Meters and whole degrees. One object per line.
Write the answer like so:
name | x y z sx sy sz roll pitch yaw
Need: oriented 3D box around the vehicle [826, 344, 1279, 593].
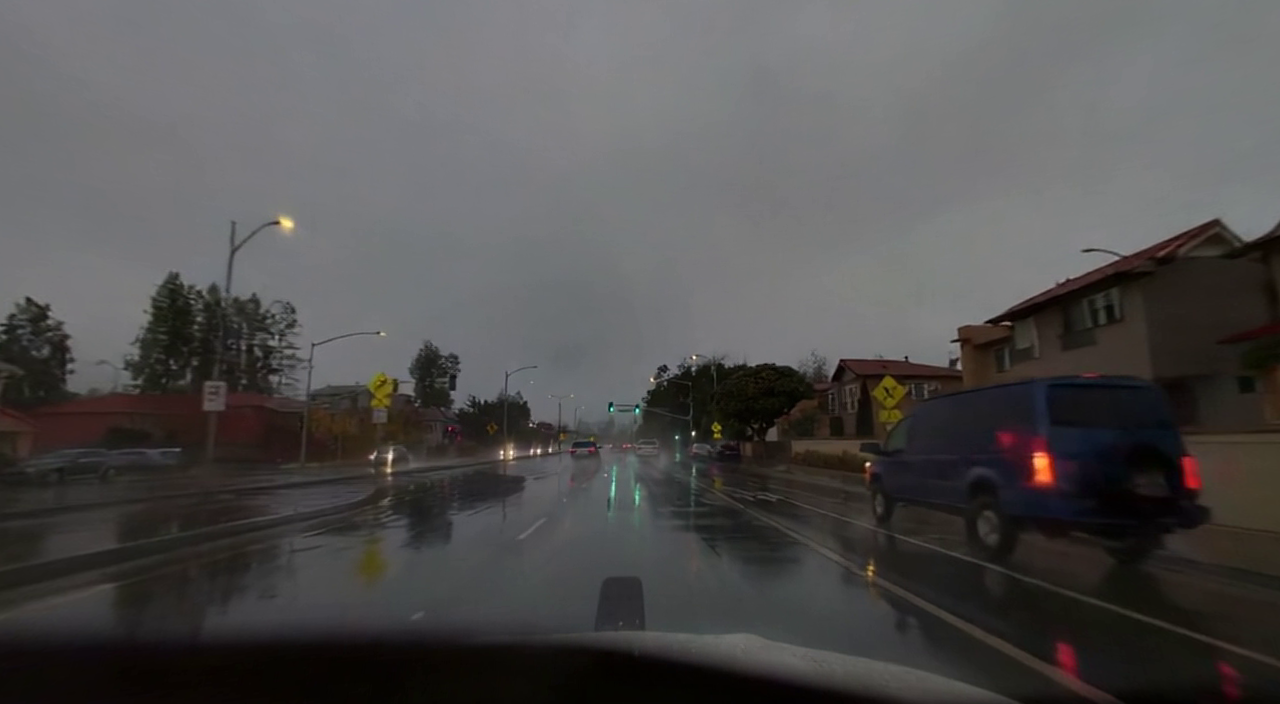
vehicle | 5.512 1.653 9.910 2.763 2.329 7.864 0 -8 0

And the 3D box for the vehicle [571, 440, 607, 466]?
vehicle | -3.668 7.317 45.912 2.233 1.775 4.491 0 -9 0

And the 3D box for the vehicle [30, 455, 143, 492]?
vehicle | -25.878 5.663 29.746 1.796 1.511 3.879 0 -9 0

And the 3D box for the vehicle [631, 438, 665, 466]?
vehicle | 0.522 7.189 45.489 2.273 1.851 5.075 0 -9 -1

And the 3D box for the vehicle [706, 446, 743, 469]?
vehicle | 5.686 7.144 42.973 1.836 1.442 4.247 0 -9 -1
